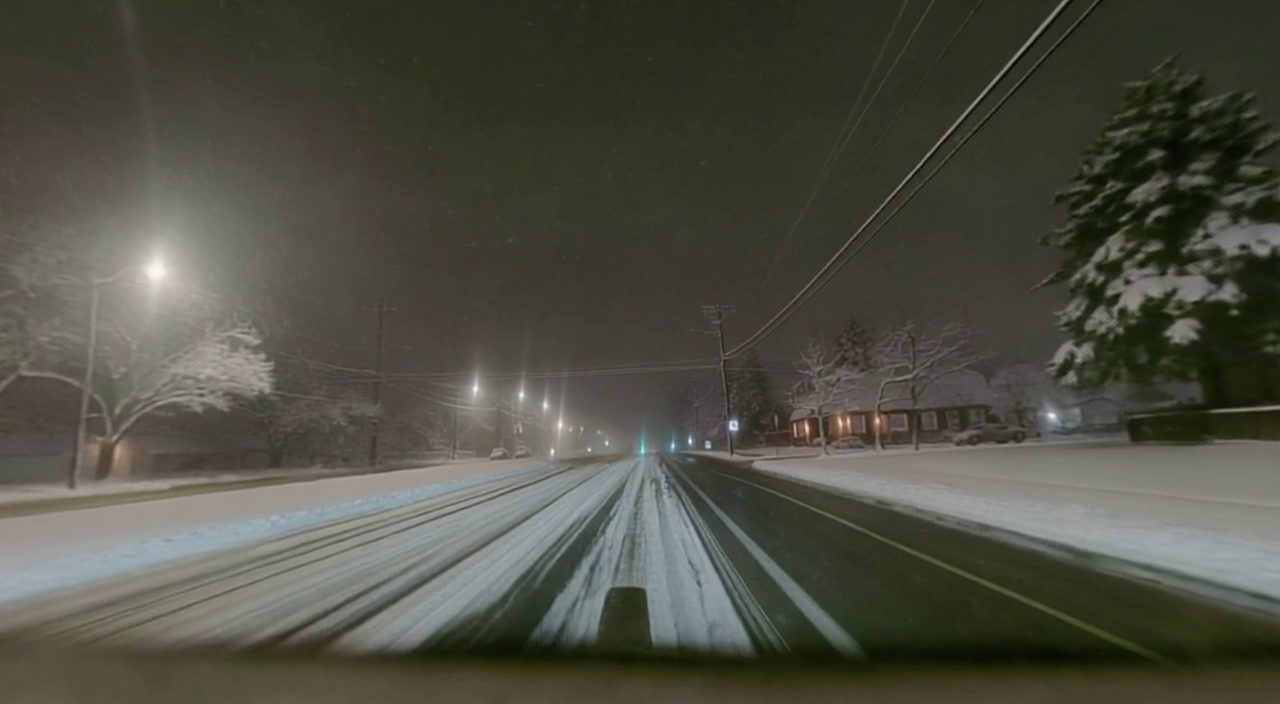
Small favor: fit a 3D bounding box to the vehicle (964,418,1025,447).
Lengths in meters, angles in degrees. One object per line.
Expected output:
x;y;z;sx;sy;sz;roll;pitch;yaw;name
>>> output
26.663;6.136;47.540;2.009;2.044;4.571;0;-9;2;vehicle
